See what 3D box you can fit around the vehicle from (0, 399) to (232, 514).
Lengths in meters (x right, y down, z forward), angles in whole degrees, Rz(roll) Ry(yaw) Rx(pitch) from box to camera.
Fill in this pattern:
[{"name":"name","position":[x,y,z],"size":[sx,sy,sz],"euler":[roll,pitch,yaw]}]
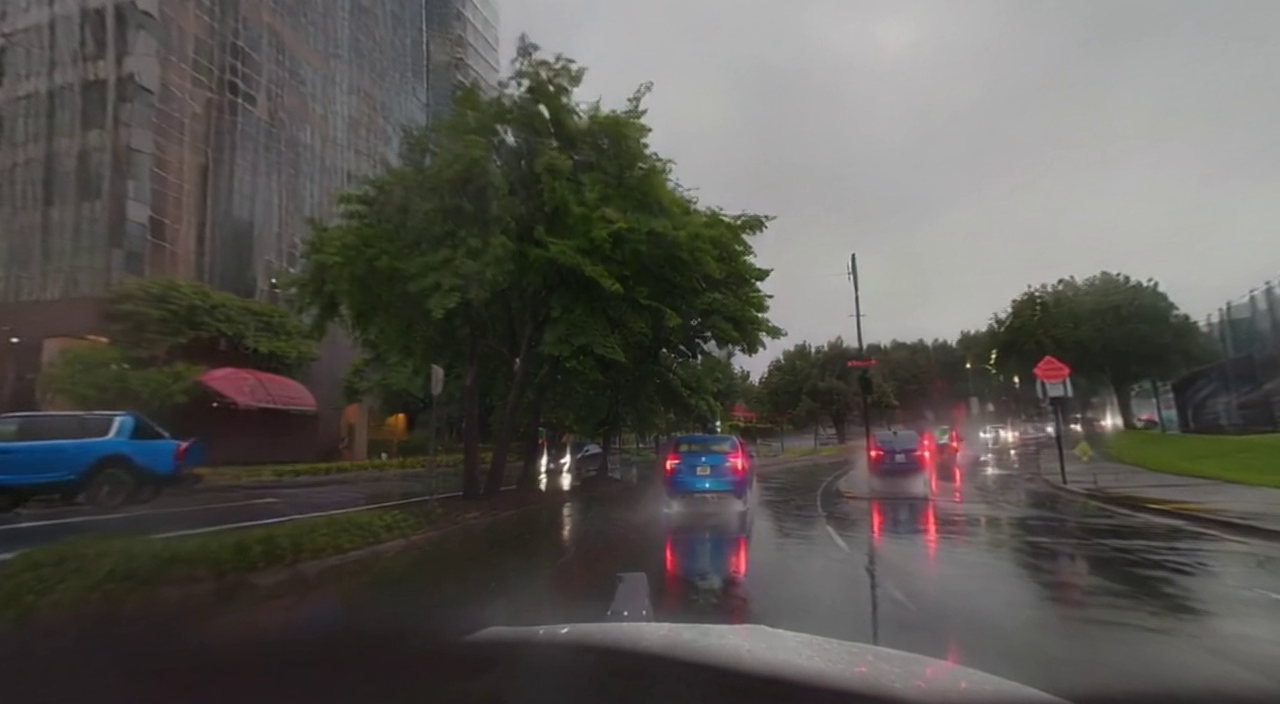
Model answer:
[{"name":"vehicle","position":[-15.709,2.806,17.158],"size":[2.287,2.780,7.166],"euler":[-7,-10,36]}]

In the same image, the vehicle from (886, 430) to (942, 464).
[{"name":"vehicle","position":[15.815,5.473,36.253],"size":[2.212,1.790,4.768],"euler":[-5,-10,31]}]

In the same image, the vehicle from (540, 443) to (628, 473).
[{"name":"vehicle","position":[-2.835,5.495,32.979],"size":[1.852,1.452,4.759],"euler":[-7,-11,38]}]

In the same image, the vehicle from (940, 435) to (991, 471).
[{"name":"vehicle","position":[15.025,4.621,28.992],"size":[1.822,1.555,3.574],"euler":[-5,-10,30]}]

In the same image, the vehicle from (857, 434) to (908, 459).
[{"name":"vehicle","position":[17.791,6.910,46.117],"size":[2.170,1.658,4.215],"euler":[-7,-11,39]}]

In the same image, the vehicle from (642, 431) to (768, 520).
[{"name":"vehicle","position":[1.392,2.399,12.762],"size":[2.118,1.480,3.949],"euler":[-2,-8,8]}]
